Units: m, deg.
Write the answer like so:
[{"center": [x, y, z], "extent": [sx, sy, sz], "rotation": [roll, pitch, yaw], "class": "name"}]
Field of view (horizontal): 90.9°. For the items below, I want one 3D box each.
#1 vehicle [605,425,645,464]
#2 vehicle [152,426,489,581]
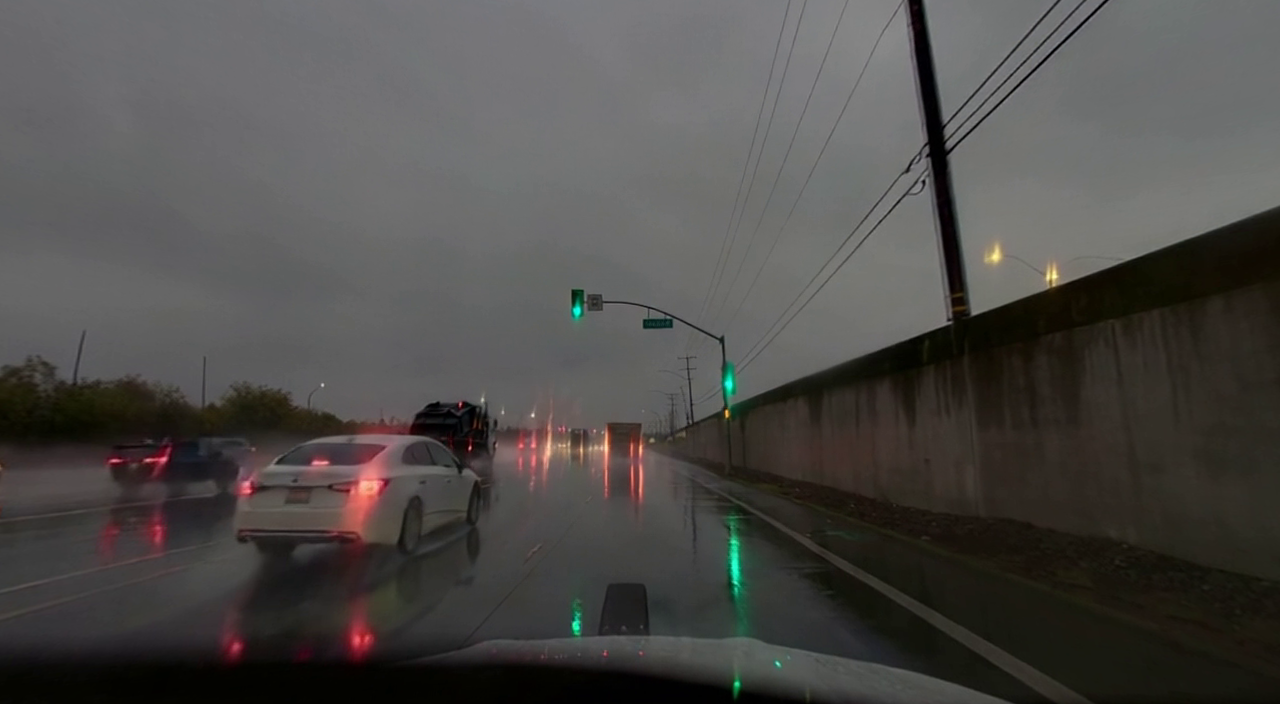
[{"center": [-0.963, 5.832, 39.813], "extent": [2.355, 2.305, 5.336], "rotation": [0, -8, -1], "class": "vehicle"}, {"center": [-3.705, 1.839, 8.656], "extent": [2.019, 1.480, 4.966], "rotation": [0, -8, 0], "class": "vehicle"}]
